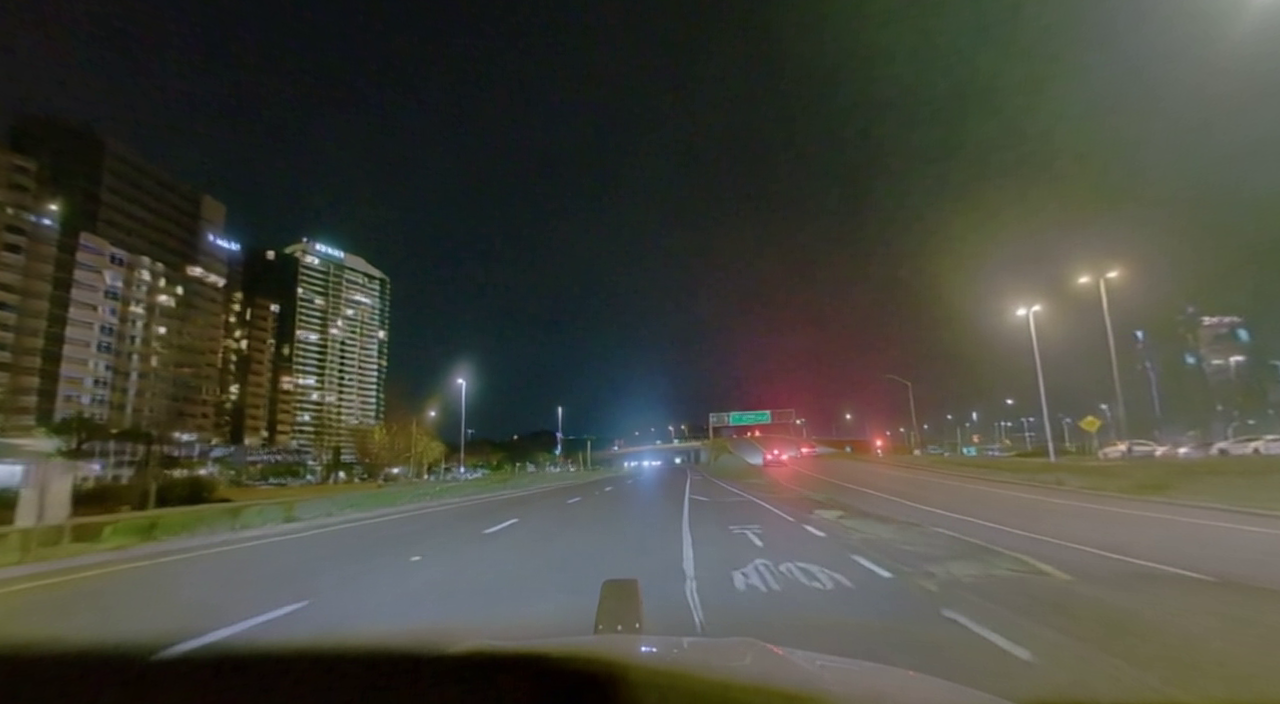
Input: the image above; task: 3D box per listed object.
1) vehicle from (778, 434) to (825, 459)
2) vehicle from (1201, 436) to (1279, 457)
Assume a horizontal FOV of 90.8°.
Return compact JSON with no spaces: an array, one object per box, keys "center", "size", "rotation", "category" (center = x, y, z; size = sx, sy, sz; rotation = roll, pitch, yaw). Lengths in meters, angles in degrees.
[{"center":[10.356,6.091,40.833],"size":[2.048,1.516,3.874],"rotation":[0,-9,1],"category":"vehicle"},{"center":[43.319,6.760,45.004],"size":[1.776,1.432,4.541],"rotation":[4,-9,-22],"category":"vehicle"}]
